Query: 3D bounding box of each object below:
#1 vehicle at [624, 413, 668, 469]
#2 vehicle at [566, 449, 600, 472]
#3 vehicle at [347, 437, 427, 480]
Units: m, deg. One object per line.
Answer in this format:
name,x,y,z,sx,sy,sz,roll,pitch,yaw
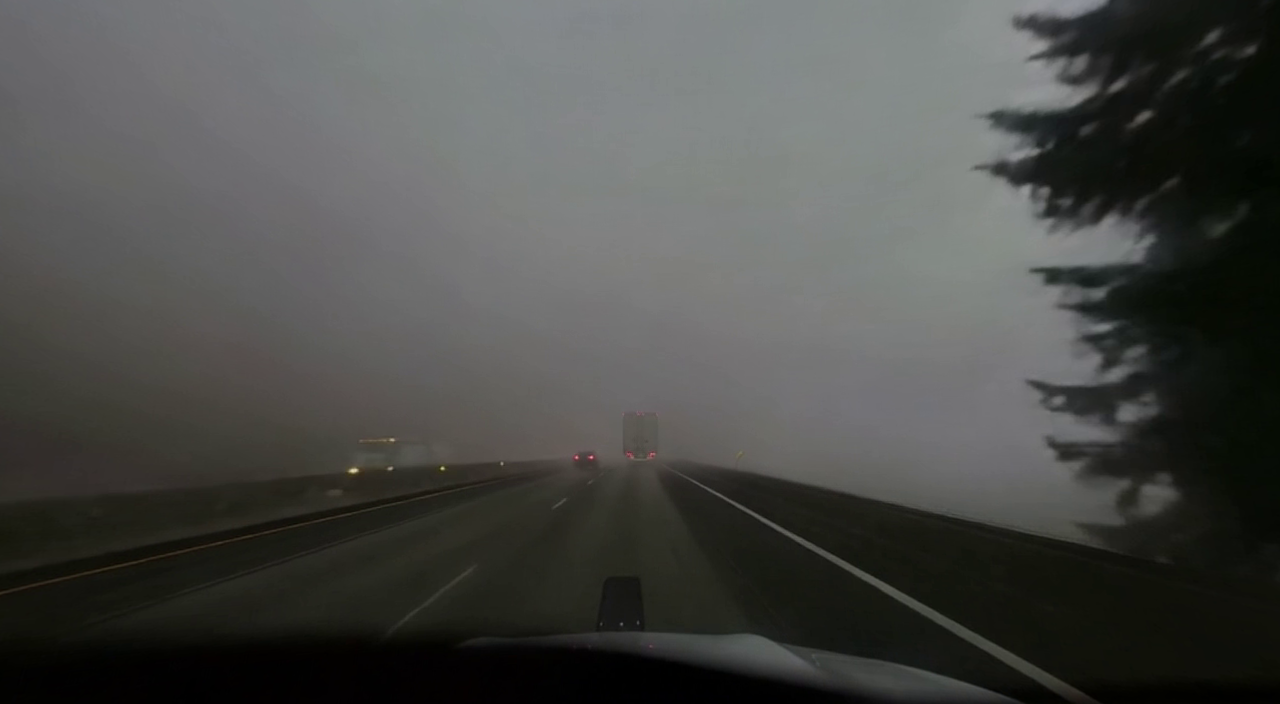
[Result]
vehicle,0.271,6.874,48.328,2.864,3.805,9.500,0,-9,-2
vehicle,-4.056,7.806,45.654,2.053,1.523,4.450,0,-9,0
vehicle,-16.152,6.824,40.821,2.236,2.527,6.874,0,-9,0
